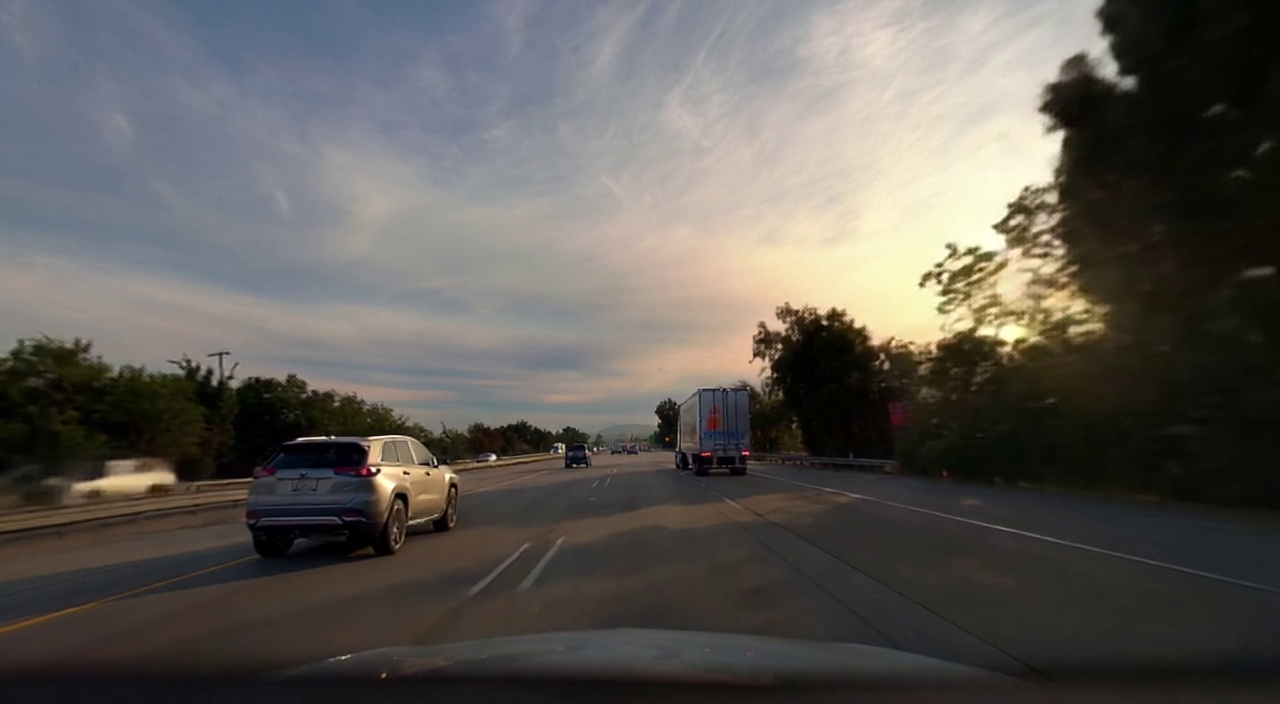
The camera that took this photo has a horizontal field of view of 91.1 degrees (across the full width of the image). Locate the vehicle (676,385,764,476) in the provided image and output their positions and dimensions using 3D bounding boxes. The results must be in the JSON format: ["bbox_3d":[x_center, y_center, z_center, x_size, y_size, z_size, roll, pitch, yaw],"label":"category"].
[{"bbox_3d":[4.124,4.690,36.303,2.998,4.236,13.886,0,-9,-1],"label":"vehicle"}]

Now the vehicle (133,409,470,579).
[{"bbox_3d":[-4.175,1.839,8.950,2.202,1.760,4.617,0,-9,0],"label":"vehicle"}]

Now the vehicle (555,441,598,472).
[{"bbox_3d":[-3.744,6.251,37.784,2.139,1.716,4.530,0,-9,0],"label":"vehicle"}]
